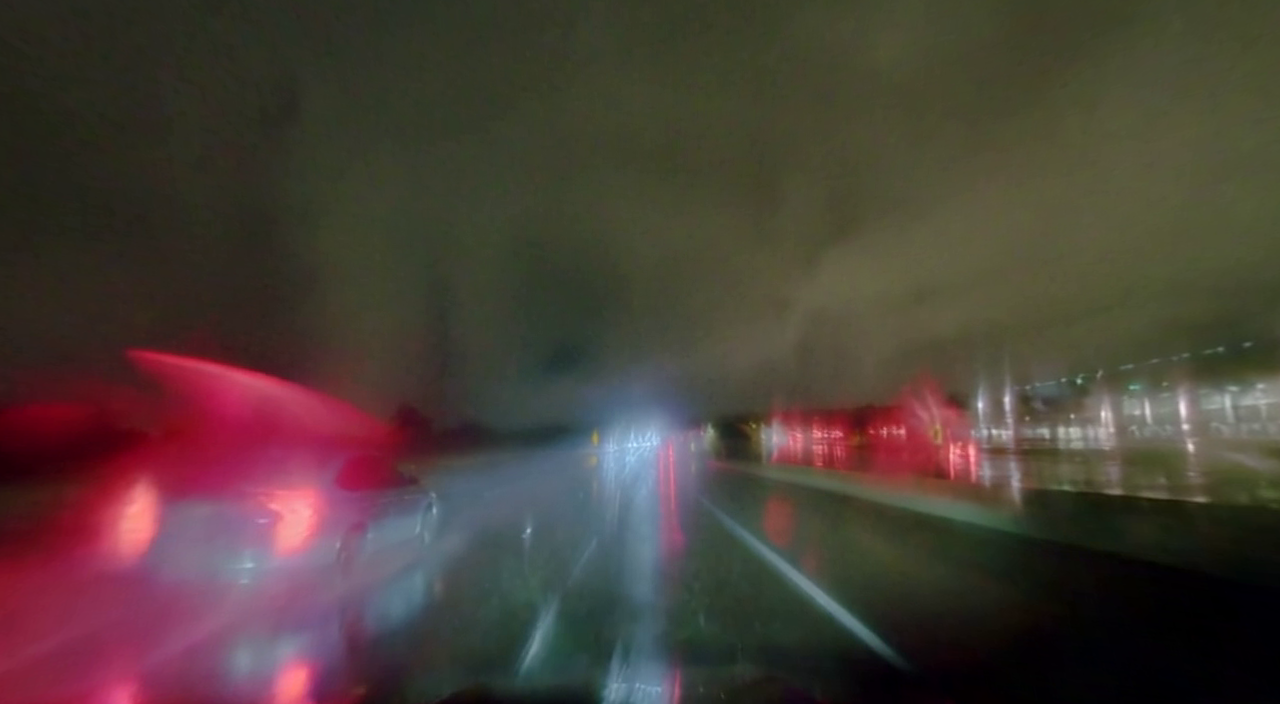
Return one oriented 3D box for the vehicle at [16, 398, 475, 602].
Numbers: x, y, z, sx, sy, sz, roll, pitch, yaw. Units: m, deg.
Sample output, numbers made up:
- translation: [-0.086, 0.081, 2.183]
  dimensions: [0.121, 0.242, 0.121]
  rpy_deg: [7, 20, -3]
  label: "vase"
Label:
- translation: [-3.887, 1.589, 7.641]
  dimensions: [2.327, 1.647, 4.908]
  rpy_deg: [0, -9, 1]
  label: "vehicle"
